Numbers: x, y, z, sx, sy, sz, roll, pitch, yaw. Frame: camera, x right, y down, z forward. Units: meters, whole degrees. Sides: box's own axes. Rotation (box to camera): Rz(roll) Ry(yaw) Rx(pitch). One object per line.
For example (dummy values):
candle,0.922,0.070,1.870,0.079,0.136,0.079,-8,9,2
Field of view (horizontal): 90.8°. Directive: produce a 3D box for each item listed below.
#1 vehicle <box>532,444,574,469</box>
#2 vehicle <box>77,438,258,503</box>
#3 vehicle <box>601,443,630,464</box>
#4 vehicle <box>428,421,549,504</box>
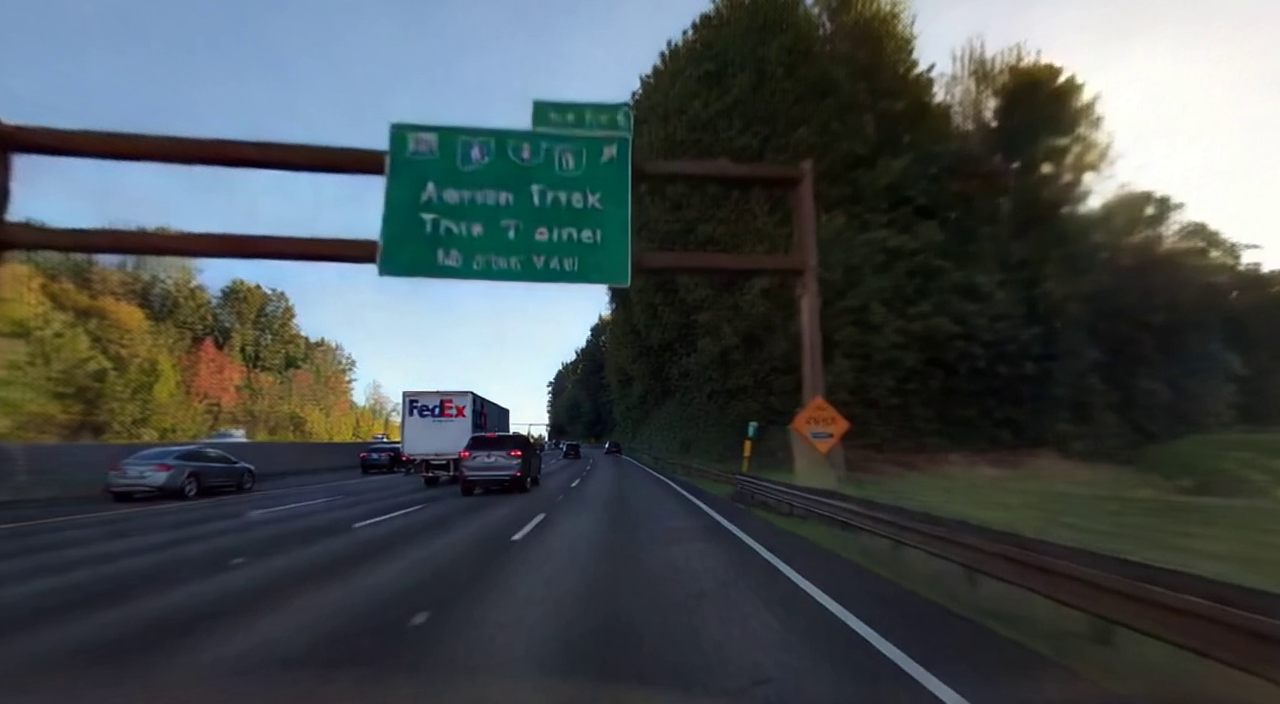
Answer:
vehicle,-5.413,6.579,39.923,2.192,1.478,4.591,0,-9,-3
vehicle,-13.732,3.449,18.803,2.018,1.668,4.409,0,-9,-1
vehicle,-1.886,7.656,47.705,2.043,1.489,3.839,1,-9,-4
vehicle,-3.854,2.923,17.058,2.170,1.886,4.628,0,-9,-1
